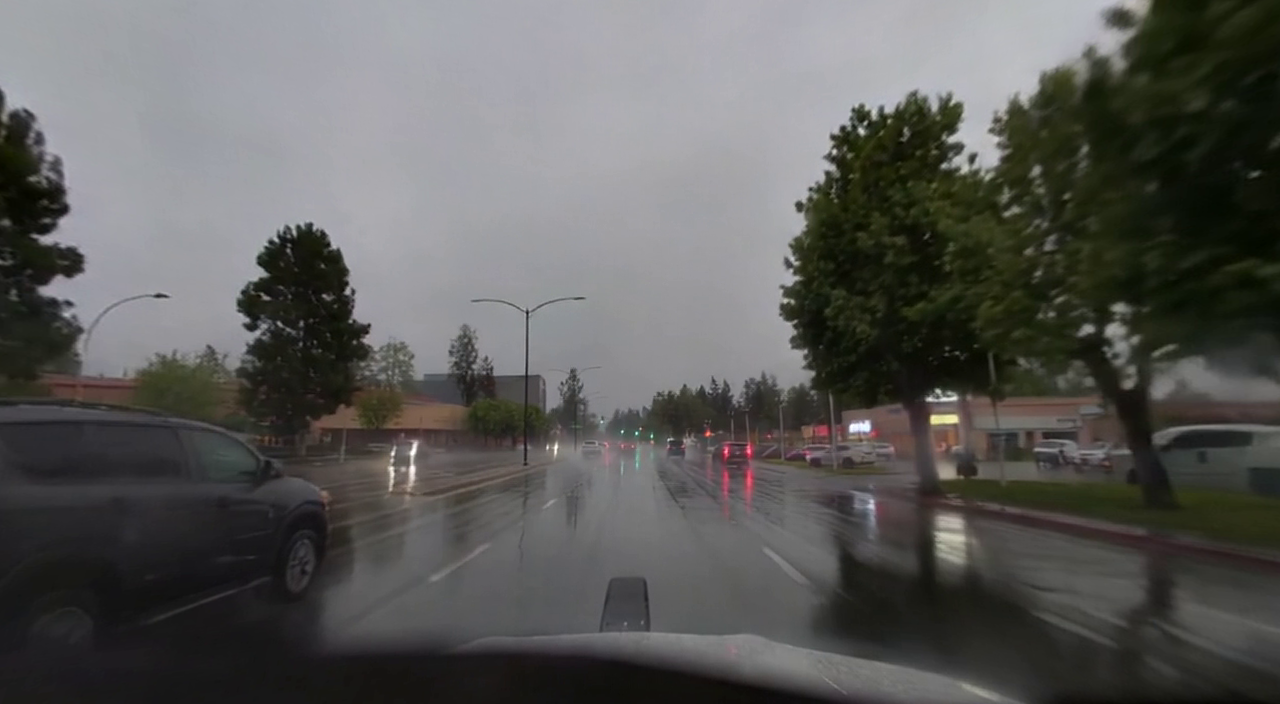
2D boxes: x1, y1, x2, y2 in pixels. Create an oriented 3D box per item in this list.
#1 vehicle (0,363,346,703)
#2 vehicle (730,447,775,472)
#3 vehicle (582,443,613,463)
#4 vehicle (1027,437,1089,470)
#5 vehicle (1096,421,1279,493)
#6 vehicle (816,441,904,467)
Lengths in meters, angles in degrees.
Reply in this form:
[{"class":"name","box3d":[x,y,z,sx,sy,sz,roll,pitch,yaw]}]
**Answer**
[{"class":"vehicle","box3d":[-3.568,1.003,3.432,1.983,1.635,3.957,0,-9,0]},{"class":"vehicle","box3d":[6.691,6.438,38.000,1.888,1.425,4.547,0,-9,0]},{"class":"vehicle","box3d":[-3.141,7.590,47.466,2.005,1.446,4.265,0,-9,1]},{"class":"vehicle","box3d":[26.472,6.394,39.791,5.164,1.952,1.981,8,-12,-43]},{"class":"vehicle","box3d":[15.655,2.675,16.396,1.691,1.670,5.790,3,-7,-40]},{"class":"vehicle","box3d":[15.116,7.027,43.561,5.326,1.690,2.007,-8,-11,41]}]
